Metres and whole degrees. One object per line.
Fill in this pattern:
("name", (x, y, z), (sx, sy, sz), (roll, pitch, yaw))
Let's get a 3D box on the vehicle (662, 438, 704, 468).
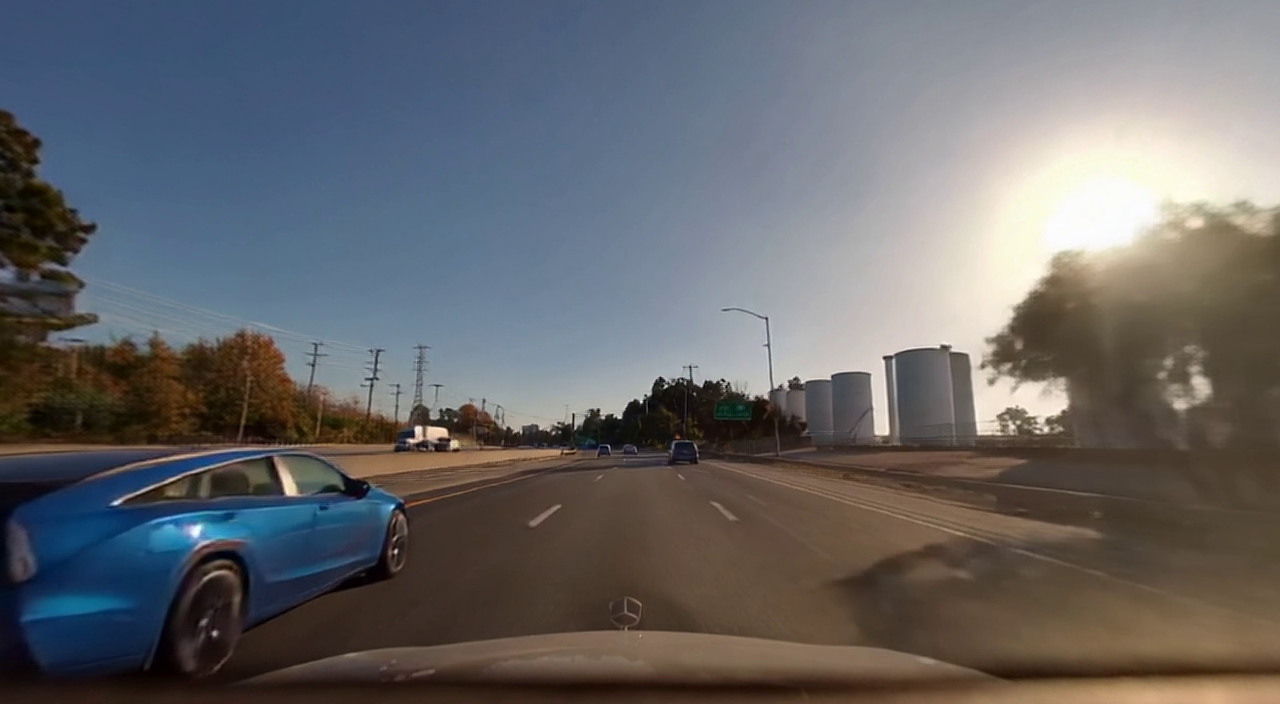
("vehicle", (2.694, 6.485, 40.651), (2.296, 1.790, 5.067), (0, -9, -1))
